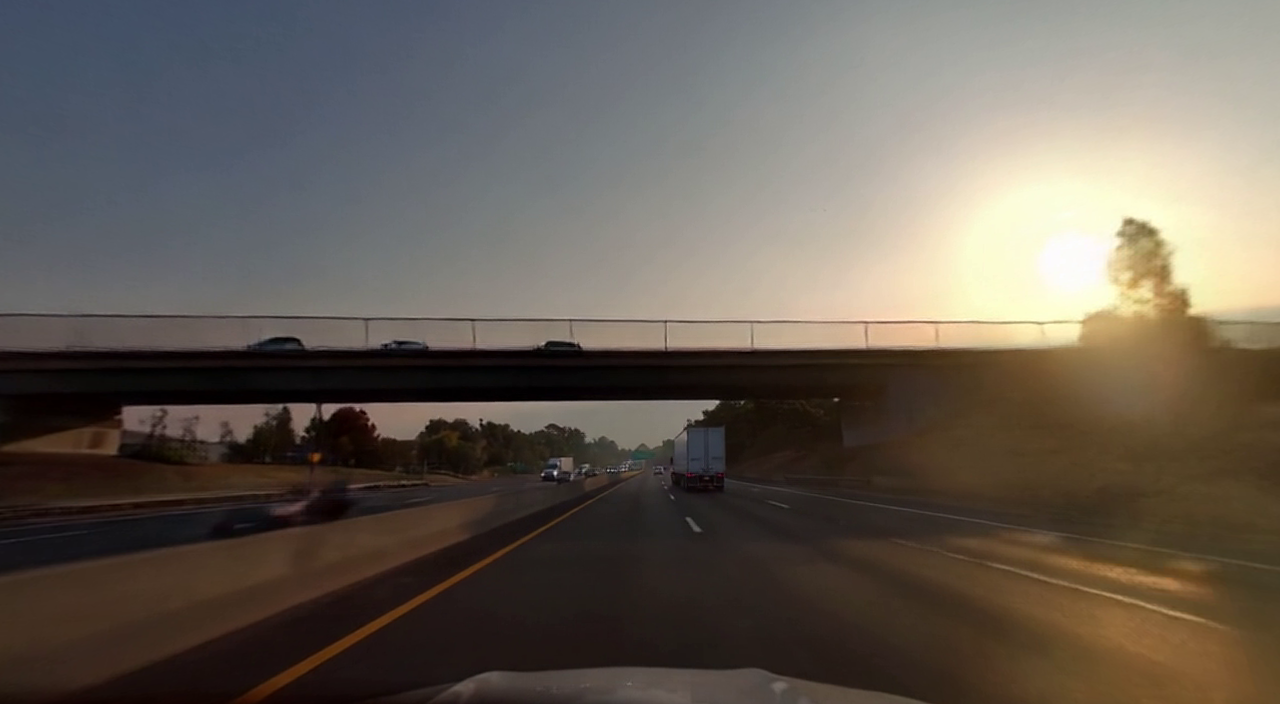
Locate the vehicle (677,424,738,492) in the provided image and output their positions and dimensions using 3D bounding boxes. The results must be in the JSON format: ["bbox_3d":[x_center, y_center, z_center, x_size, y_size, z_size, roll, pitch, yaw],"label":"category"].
[{"bbox_3d":[4.410,7.486,43.989,3.054,4.005,11.895,0,-11,0],"label":"vehicle"}]

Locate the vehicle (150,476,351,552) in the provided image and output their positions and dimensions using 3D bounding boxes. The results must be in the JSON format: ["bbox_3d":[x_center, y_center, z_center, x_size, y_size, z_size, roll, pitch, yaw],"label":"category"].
[{"bbox_3d":[-8.989,3.744,15.107,1.982,1.461,4.349,1,-11,0],"label":"vehicle"}]
